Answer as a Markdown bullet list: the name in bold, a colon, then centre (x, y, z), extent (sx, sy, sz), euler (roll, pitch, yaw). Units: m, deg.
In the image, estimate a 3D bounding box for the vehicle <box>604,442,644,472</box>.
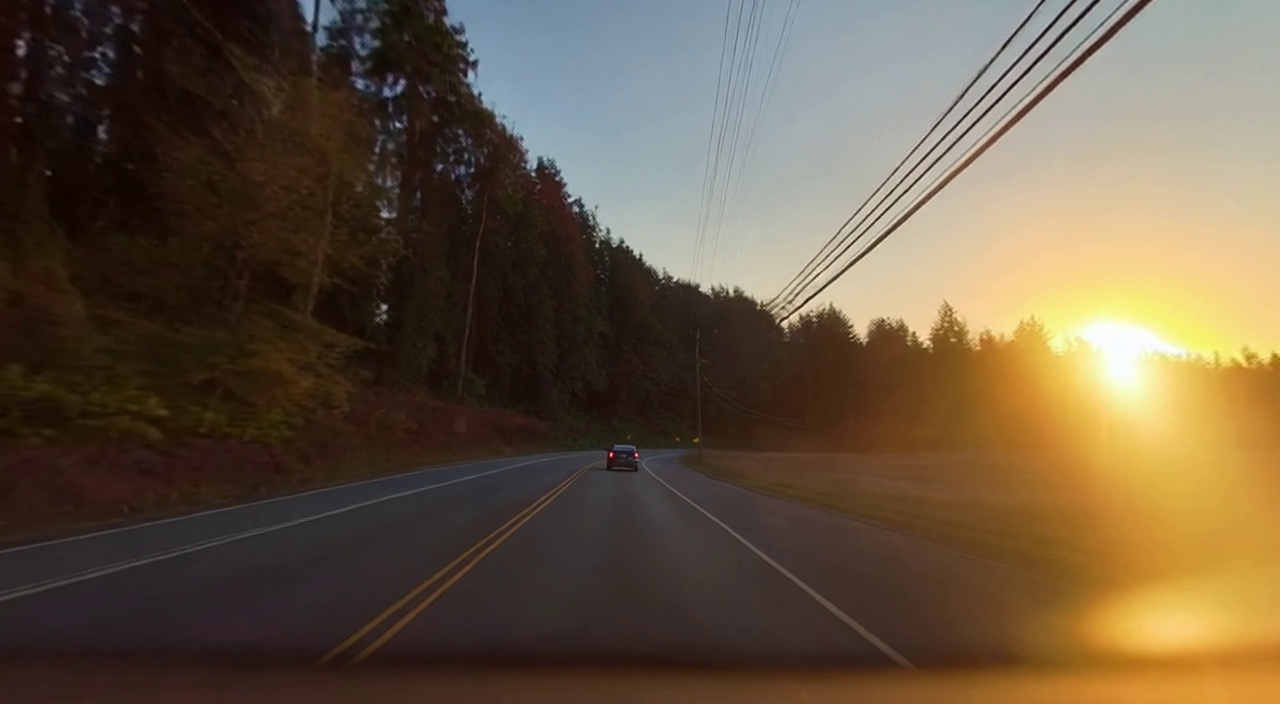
- **vehicle**: centre (-0.893, 5.772, 34.930), extent (2.059, 1.524, 3.963), euler (1, -9, -1)
